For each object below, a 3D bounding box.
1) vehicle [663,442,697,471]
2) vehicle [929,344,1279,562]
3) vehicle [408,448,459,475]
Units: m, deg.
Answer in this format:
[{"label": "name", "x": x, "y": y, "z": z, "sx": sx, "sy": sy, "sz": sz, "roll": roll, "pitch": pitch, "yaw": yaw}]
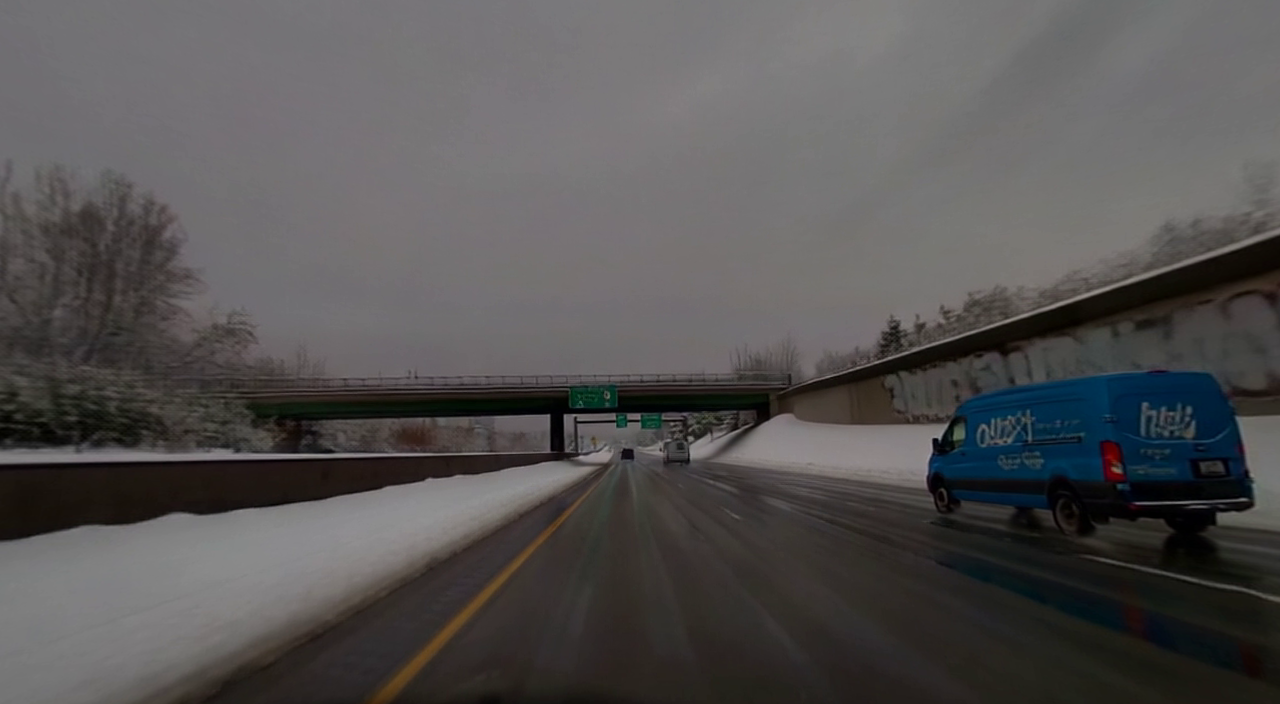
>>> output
[{"label": "vehicle", "x": 2.888, "y": 7.670, "z": 46.218, "sx": 2.007, "sy": 1.943, "sz": 5.010, "roll": 0, "pitch": -9, "yaw": -2}, {"label": "vehicle", "x": 7.415, "y": 1.633, "z": 10.515, "sx": 2.283, "sy": 2.631, "sz": 5.719, "roll": 0, "pitch": -9, "yaw": -1}, {"label": "vehicle", "x": -12.174, "y": 6.429, "z": 37.203, "sx": 1.774, "sy": 1.495, "sz": 3.698, "roll": 0, "pitch": -9, "yaw": -1}]
